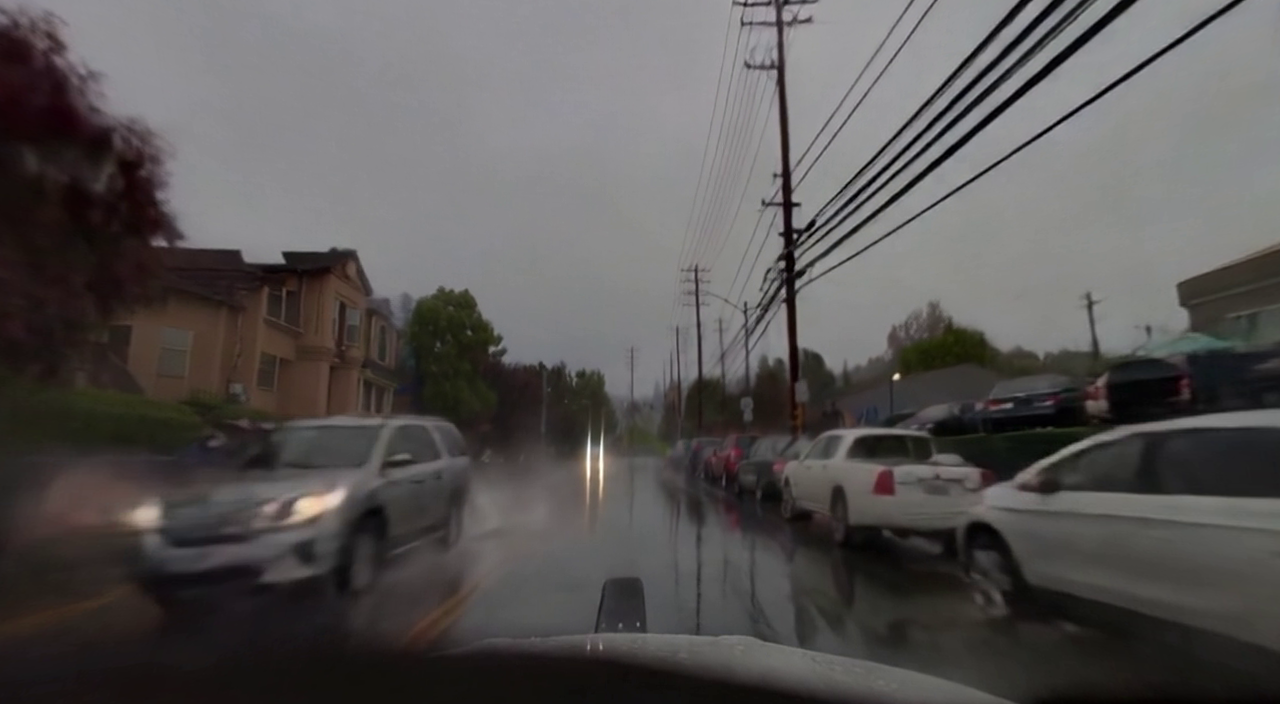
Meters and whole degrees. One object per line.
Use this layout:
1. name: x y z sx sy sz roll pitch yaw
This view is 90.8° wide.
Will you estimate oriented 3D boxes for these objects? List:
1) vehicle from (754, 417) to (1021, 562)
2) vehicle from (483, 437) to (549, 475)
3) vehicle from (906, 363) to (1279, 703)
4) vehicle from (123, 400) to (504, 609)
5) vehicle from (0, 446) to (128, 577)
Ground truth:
1. vehicle: 3.210 1.876 9.369 2.037 1.622 4.270 0 -9 -3
2. vehicle: -6.381 5.490 33.076 2.081 1.760 4.598 0 -11 6
3. vehicle: 3.472 1.043 3.623 1.936 1.641 4.434 0 -9 0
4. vehicle: -3.187 1.593 7.527 2.103 1.721 4.473 0 -8 0
5. vehicle: -9.746 2.119 7.956 4.703 1.523 1.988 -1 -7 -21
